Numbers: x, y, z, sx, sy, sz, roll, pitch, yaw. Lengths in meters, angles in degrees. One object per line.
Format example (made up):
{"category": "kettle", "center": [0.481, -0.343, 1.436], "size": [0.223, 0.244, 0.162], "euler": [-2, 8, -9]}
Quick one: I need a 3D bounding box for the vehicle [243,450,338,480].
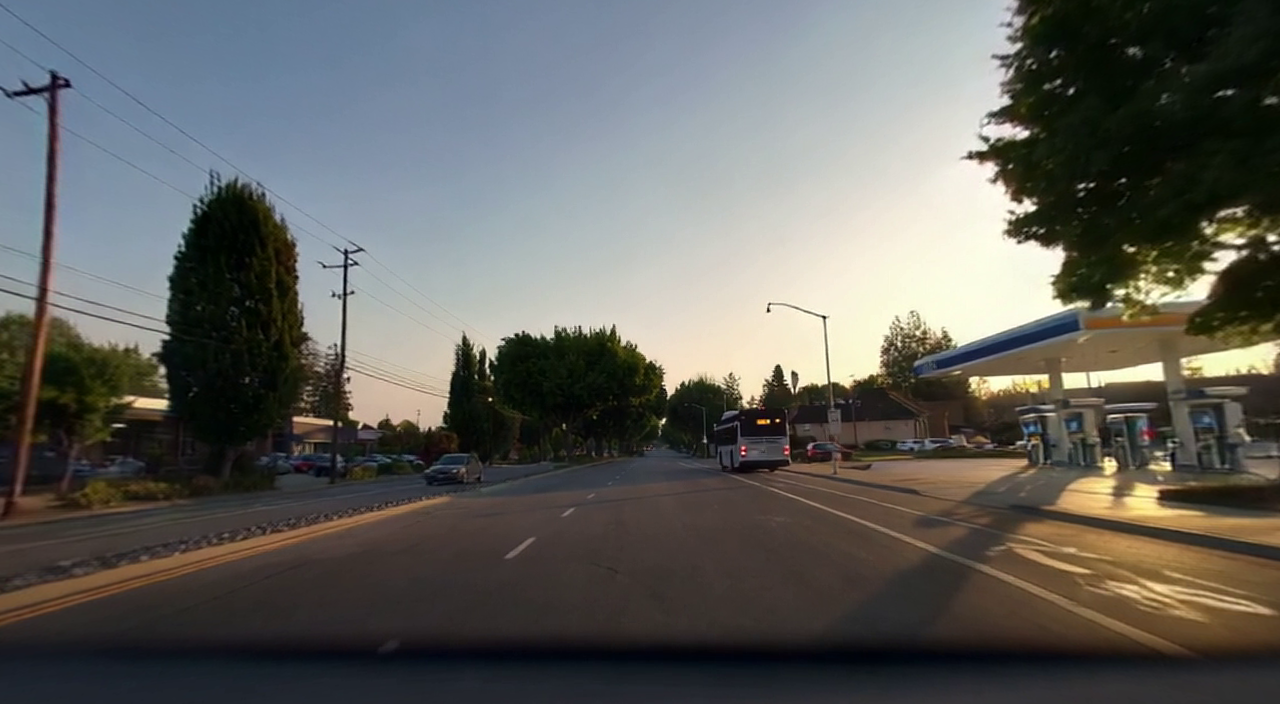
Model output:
{"category": "vehicle", "center": [-24.172, 7.778, 43.861], "size": [2.284, 1.855, 5.392], "euler": [-4, -9, 25]}

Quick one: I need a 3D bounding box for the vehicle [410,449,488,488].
{"category": "vehicle", "center": [-7.988, 4.884, 26.777], "size": [1.900, 1.481, 4.317], "euler": [0, -8, 1]}
